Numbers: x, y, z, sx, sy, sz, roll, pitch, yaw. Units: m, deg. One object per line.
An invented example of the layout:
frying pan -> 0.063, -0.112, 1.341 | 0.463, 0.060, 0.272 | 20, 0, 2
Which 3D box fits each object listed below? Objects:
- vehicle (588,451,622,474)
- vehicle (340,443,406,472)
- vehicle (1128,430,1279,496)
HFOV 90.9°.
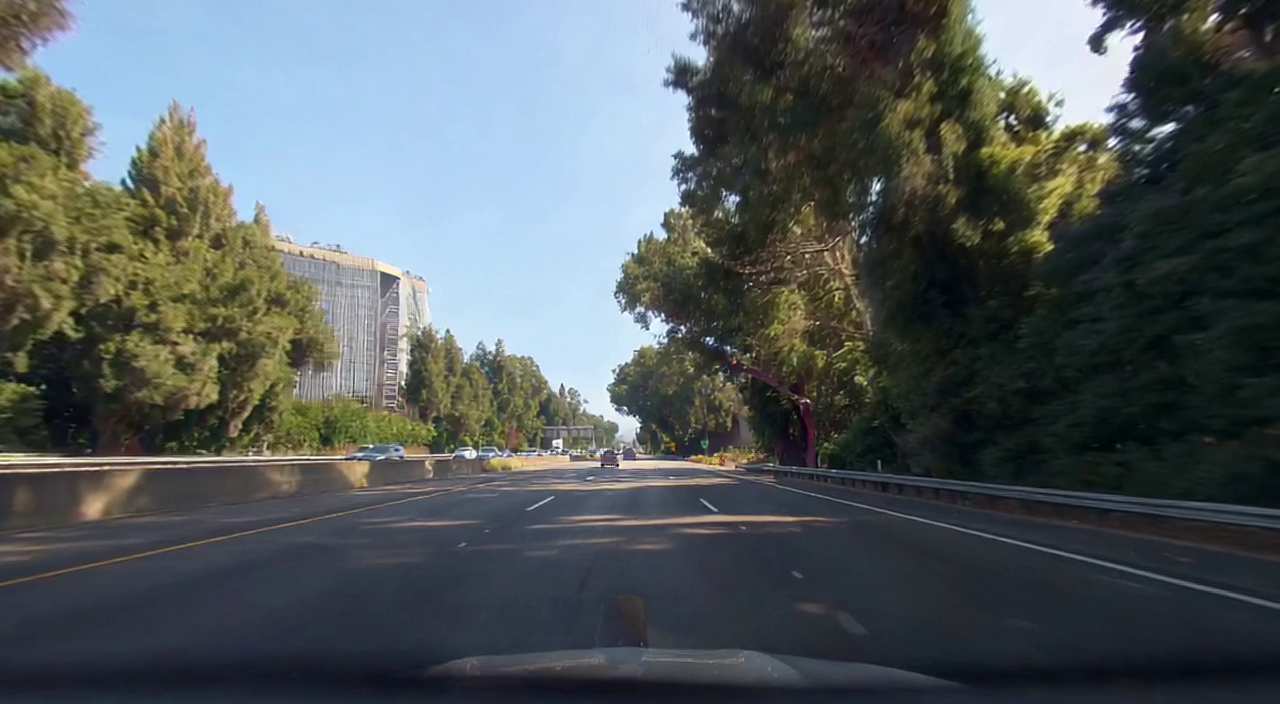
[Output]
vehicle -> -2.365, 7.570, 43.445 | 2.011, 1.468, 3.883 | 0, -9, 1
vehicle -> -14.871, 5.907, 35.311 | 1.945, 1.509, 3.839 | 0, -9, 0
vehicle -> 31.015, 5.965, 34.346 | 2.664, 3.200, 7.119 | 0, -9, -4
